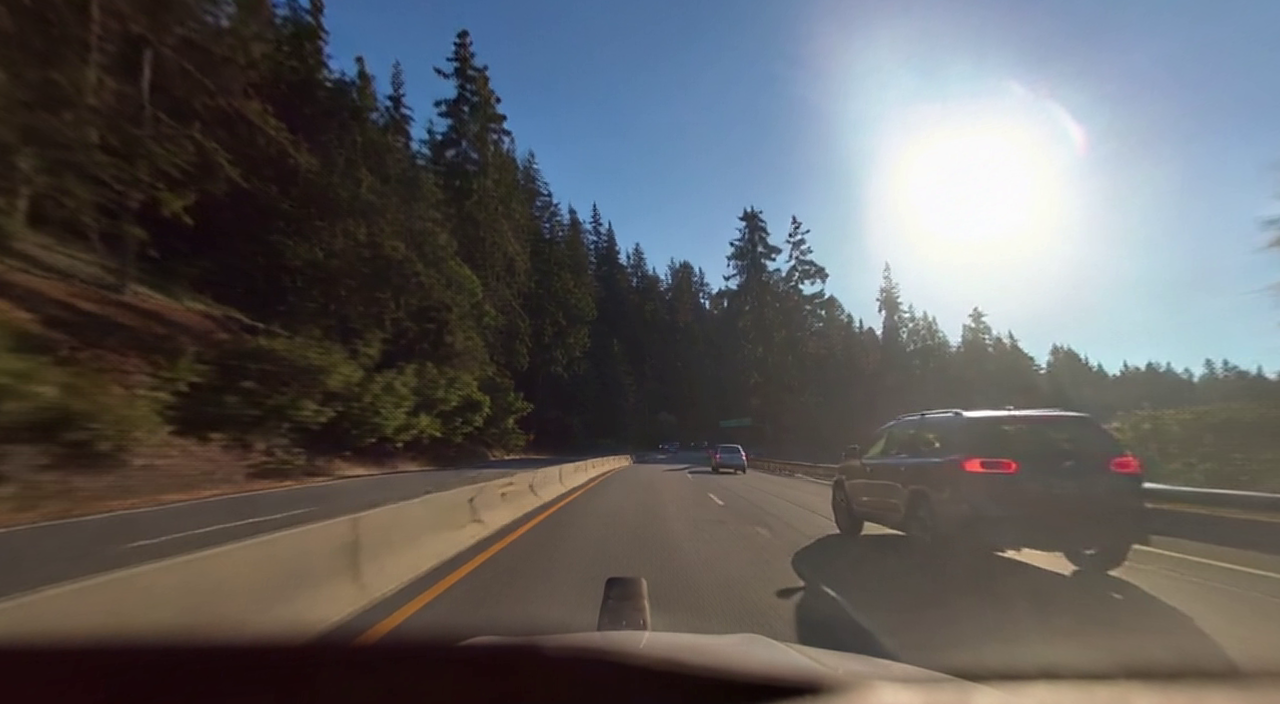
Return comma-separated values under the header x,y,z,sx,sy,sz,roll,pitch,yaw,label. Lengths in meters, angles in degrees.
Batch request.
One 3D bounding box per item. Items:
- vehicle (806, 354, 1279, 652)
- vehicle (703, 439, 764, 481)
x,y,z,sx,sy,sz,roll,pitch,yaw,label
3.541,1.309,6.516,2.270,1.897,4.822,0,-8,0,vehicle
4.049,4.774,28.189,2.112,1.708,4.380,0,-8,1,vehicle
